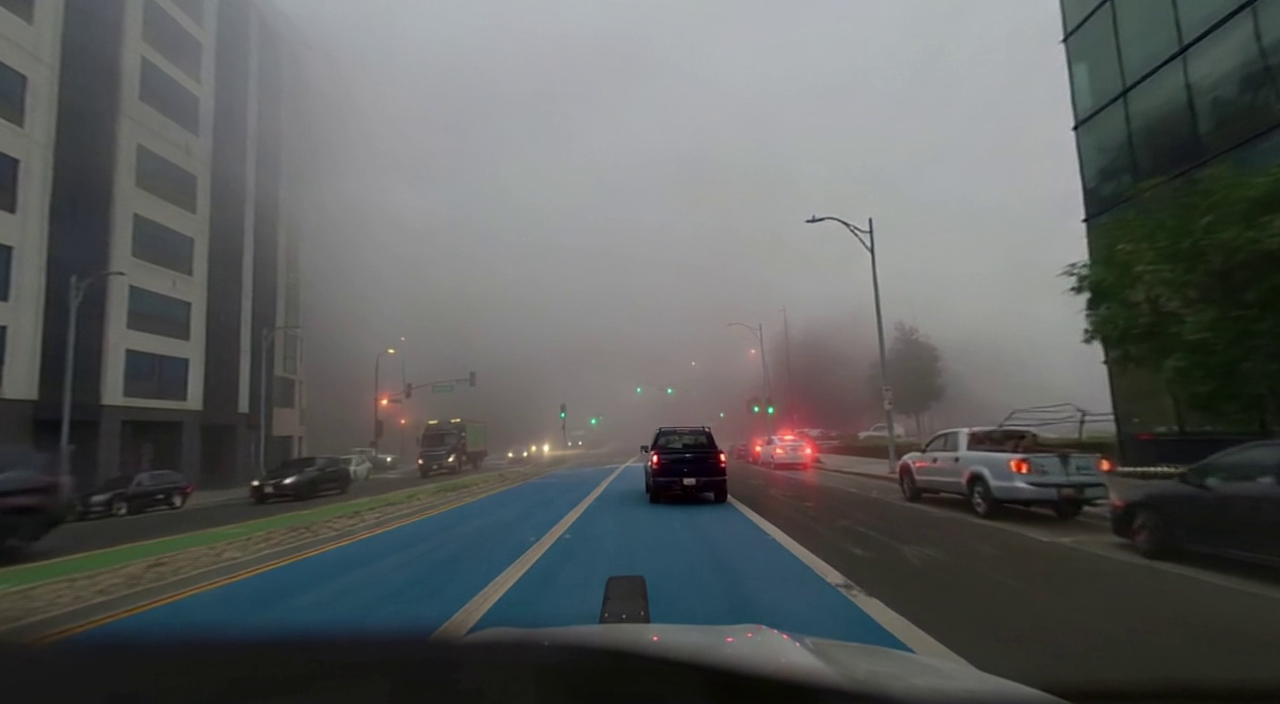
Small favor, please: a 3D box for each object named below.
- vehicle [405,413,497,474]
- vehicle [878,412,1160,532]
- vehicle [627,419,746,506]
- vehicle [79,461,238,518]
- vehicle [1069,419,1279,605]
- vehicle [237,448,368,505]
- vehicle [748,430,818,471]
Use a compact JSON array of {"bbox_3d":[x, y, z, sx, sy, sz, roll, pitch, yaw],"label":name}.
[{"bbox_3d":[-13.180,6.610,45.388,3.101,3.878,10.902,0,-9,1],"label":"vehicle"},{"bbox_3d":[6.702,2.216,12.263,2.088,1.761,5.697,0,-9,2],"label":"vehicle"},{"bbox_3d":[0.912,2.592,15.147,2.283,1.773,4.255,0,-9,-3],"label":"vehicle"},{"bbox_3d":[-19.370,5.524,25.857,2.223,1.971,5.622,1,-9,-2],"label":"vehicle"},{"bbox_3d":[6.433,1.355,5.389,2.106,1.550,5.046,0,-9,2],"label":"vehicle"},{"bbox_3d":[-11.652,4.280,22.301,2.191,1.763,5.059,1,-9,-5],"label":"vehicle"},{"bbox_3d":[6.828,4.804,30.820,2.205,1.823,5.078,0,-9,0],"label":"vehicle"}]
